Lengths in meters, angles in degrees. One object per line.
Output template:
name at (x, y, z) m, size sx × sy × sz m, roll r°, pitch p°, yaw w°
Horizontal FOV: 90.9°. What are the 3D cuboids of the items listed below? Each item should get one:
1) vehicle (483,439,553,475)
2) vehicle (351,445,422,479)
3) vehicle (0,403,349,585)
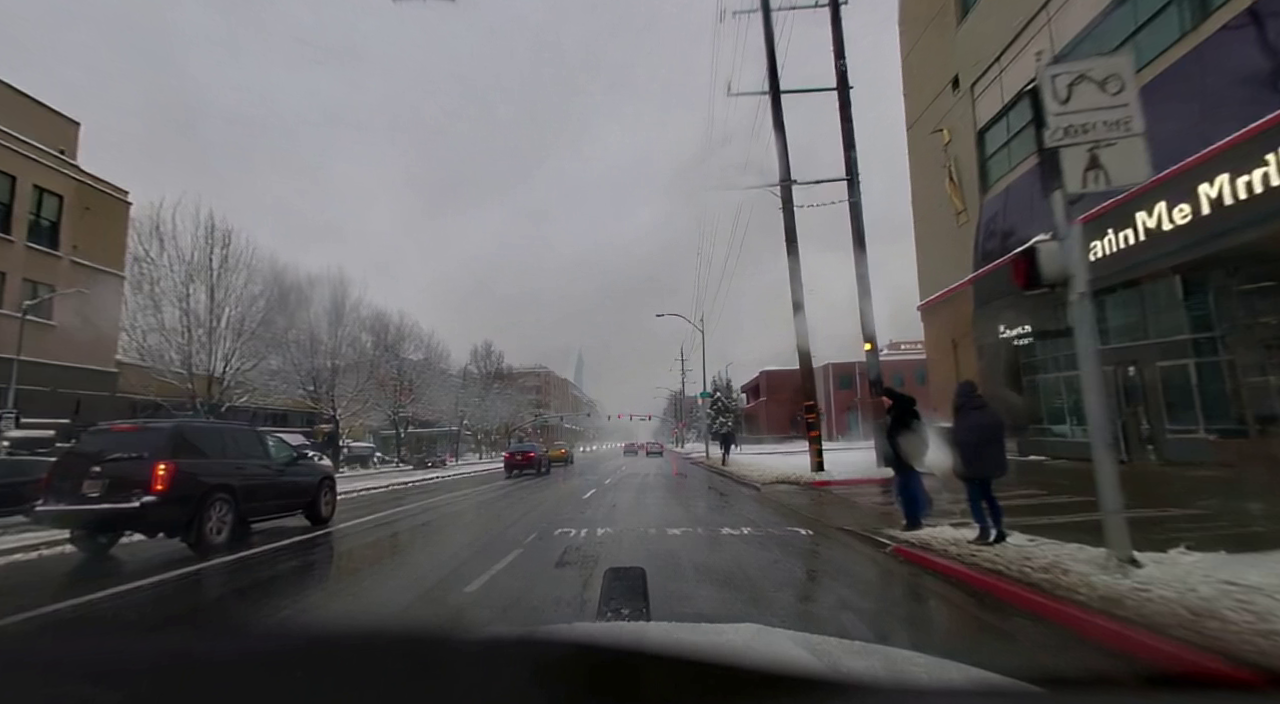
vehicle at (-5.443, 4.749, 28.739) m, size 2.030 × 1.488 × 4.650 m, roll -1°, pitch -8°, yaw 3°
vehicle at (-13.470, 5.848, 33.762) m, size 1.902 × 1.657 × 4.223 m, roll -1°, pitch -8°, yaw 2°
vehicle at (-6.072, 1.693, 8.380) m, size 2.007 × 1.698 × 4.759 m, roll 0°, pitch -8°, yaw 1°
